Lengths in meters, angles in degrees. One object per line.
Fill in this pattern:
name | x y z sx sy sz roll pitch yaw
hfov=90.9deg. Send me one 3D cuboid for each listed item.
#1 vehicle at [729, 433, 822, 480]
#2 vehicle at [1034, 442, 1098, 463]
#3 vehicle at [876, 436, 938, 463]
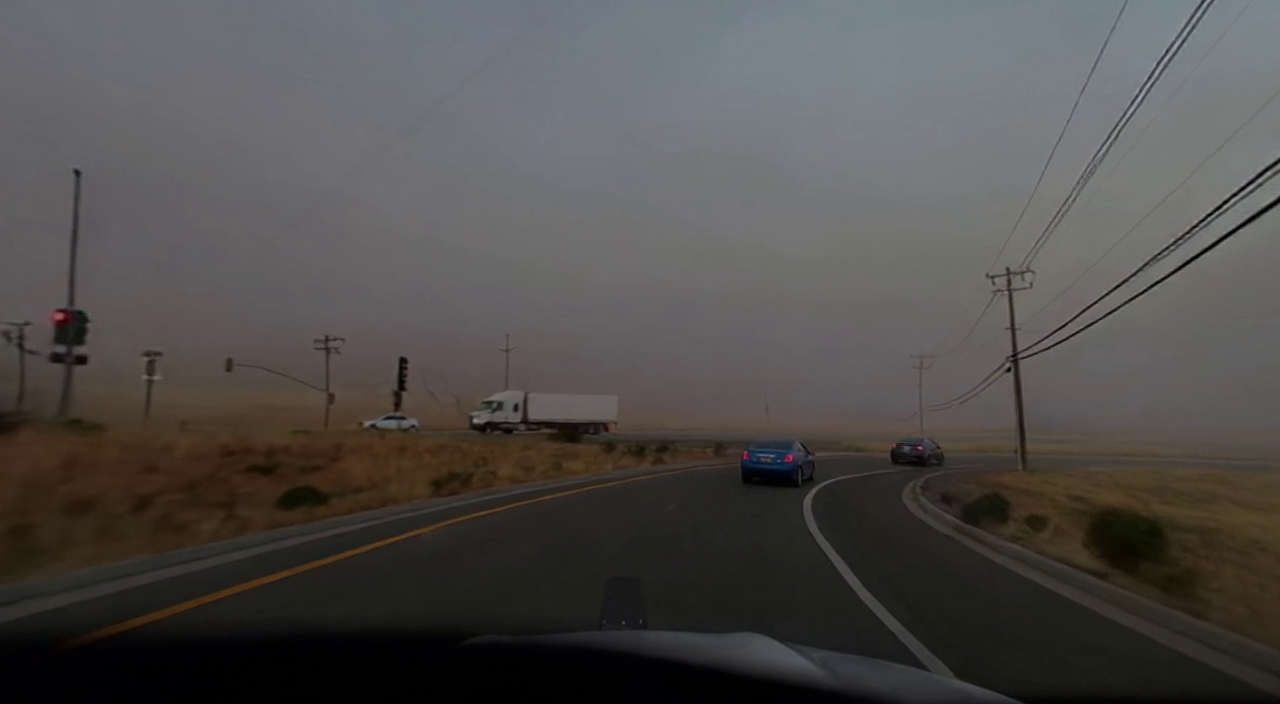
vehicle | 4.704 3.501 21.470 2.026 1.407 4.374 -4 -9 26
vehicle | 31.655 7.436 46.834 4.102 1.552 1.931 4 -9 -23
vehicle | 15.805 5.723 37.213 1.836 1.465 4.307 -8 -12 44
